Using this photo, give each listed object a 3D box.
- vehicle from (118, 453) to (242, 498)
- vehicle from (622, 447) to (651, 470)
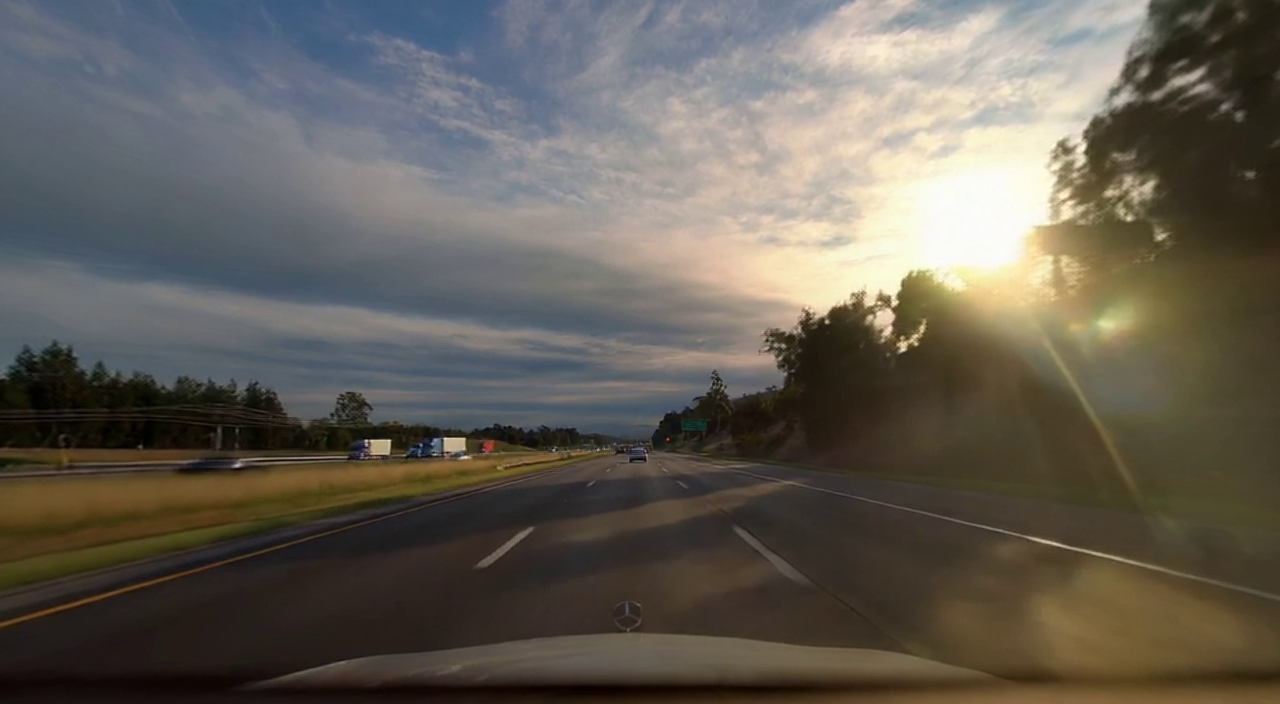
[{"bbox_3d":[-19.604,5.261,27.184,1.849,1.722,4.597,0,-9,0],"label":"vehicle"},{"bbox_3d":[-0.242,7.400,44.072,1.916,1.494,4.335,0,-9,0],"label":"vehicle"}]
